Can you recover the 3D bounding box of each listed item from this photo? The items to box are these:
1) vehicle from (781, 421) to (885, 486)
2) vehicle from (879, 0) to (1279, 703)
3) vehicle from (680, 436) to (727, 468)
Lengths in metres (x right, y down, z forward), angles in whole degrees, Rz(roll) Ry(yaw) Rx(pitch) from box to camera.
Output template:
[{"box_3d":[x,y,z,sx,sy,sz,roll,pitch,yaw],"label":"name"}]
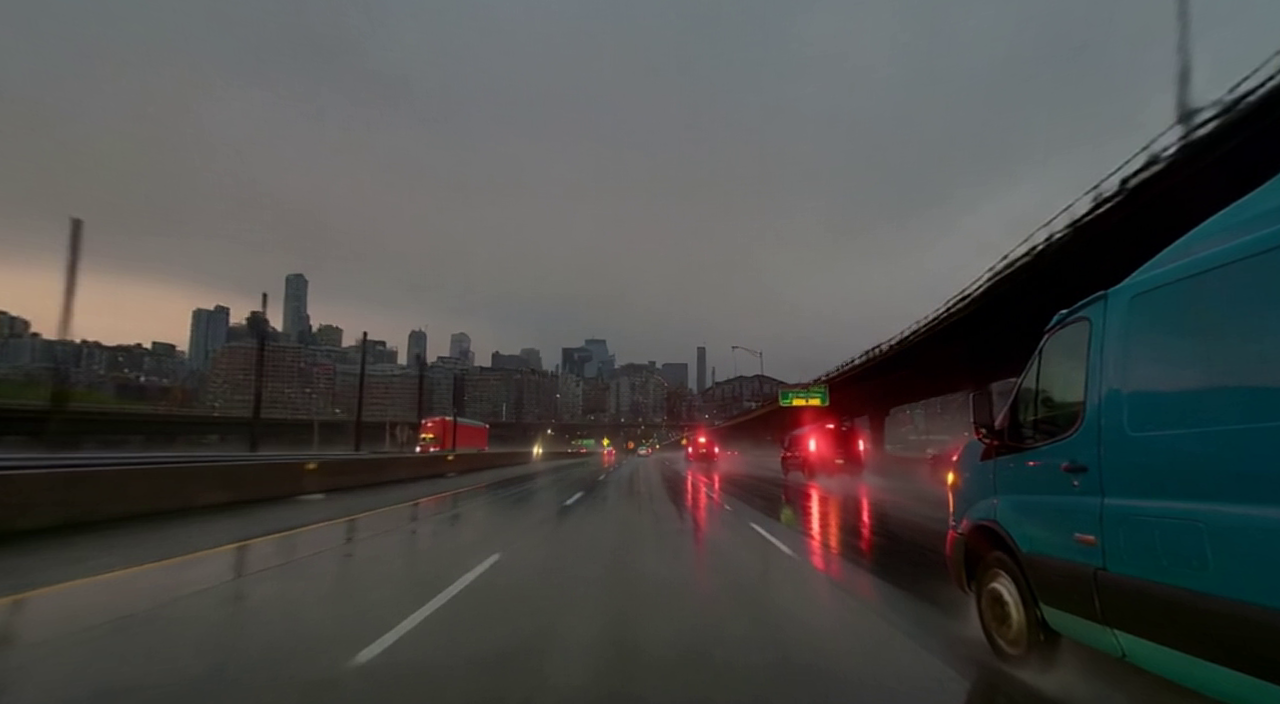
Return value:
[{"box_3d":[7.245,3.868,24.420,2.301,2.203,5.419,0,-8,0],"label":"vehicle"},{"box_3d":[3.165,0.195,1.498,2.436,2.745,7.034,0,-8,0],"label":"vehicle"},{"box_3d":[4.119,6.636,41.960,2.464,1.961,5.520,0,-8,-1],"label":"vehicle"}]
